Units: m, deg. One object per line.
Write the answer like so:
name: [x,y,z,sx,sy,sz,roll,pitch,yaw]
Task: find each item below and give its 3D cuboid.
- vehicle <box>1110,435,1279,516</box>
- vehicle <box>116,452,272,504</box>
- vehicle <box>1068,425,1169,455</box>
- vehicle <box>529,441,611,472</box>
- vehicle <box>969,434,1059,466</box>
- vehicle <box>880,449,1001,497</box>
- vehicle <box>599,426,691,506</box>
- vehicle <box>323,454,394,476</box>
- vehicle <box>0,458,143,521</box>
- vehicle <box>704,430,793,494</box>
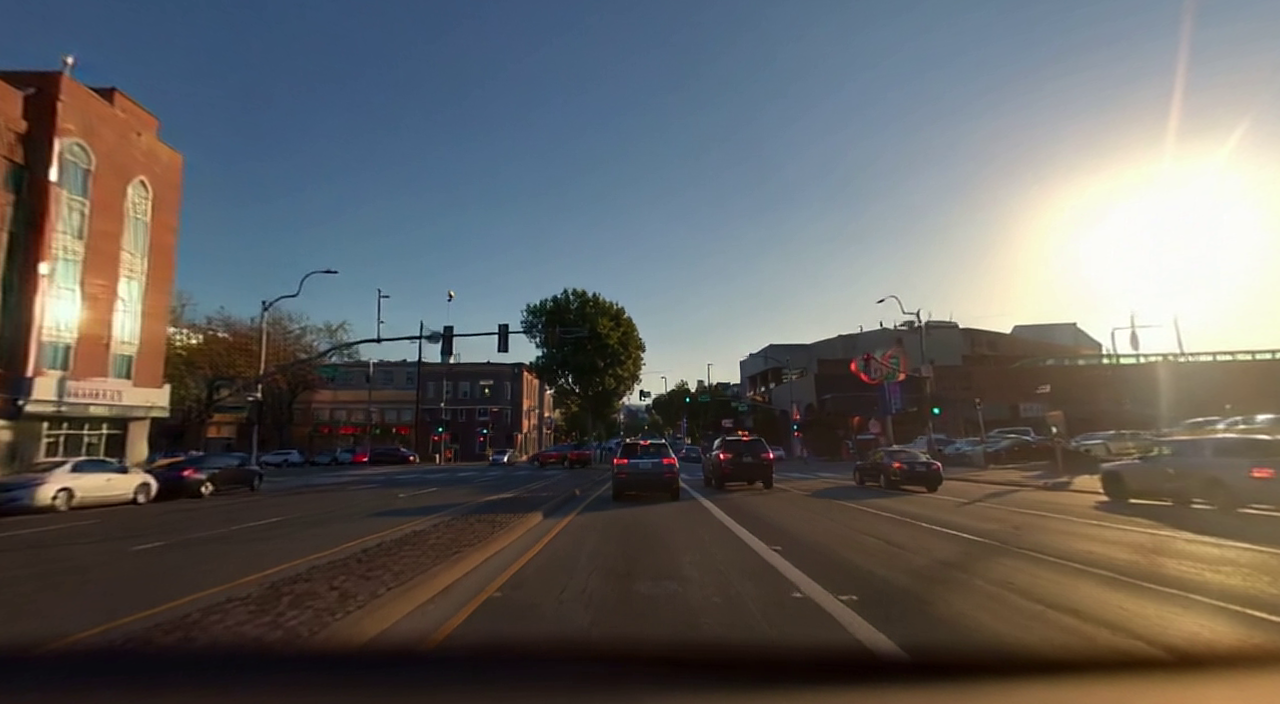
vehicle: [13.759,2.814,14.712,2.022,1.590,4.466,-1,-10,-1]
vehicle: [-15.812,4.443,22.790,2.096,1.416,4.885,1,-6,0]
vehicle: [26.022,4.868,34.536,1.812,1.419,4.725,-3,-9,0]
vehicle: [-4.483,6.637,40.256,4.827,1.856,2.291,-5,-10,31]
vehicle: [19.182,5.105,32.619,1.735,1.417,4.476,-3,-9,-2]
vehicle: [10.146,4.083,21.743,1.863,1.426,4.494,0,-8,-1]
vehicle: [0.095,3.019,17.161,2.157,1.863,4.665,0,-9,-1]
vehicle: [-21.029,8.442,47.218,4.317,1.503,1.919,0,-9,-1]
vehicle: [-15.768,3.459,16.253,1.792,1.429,5.161,0,-9,-2]
vehicle: [3.582,3.766,21.925,2.115,1.932,5.189,0,-9,0]
